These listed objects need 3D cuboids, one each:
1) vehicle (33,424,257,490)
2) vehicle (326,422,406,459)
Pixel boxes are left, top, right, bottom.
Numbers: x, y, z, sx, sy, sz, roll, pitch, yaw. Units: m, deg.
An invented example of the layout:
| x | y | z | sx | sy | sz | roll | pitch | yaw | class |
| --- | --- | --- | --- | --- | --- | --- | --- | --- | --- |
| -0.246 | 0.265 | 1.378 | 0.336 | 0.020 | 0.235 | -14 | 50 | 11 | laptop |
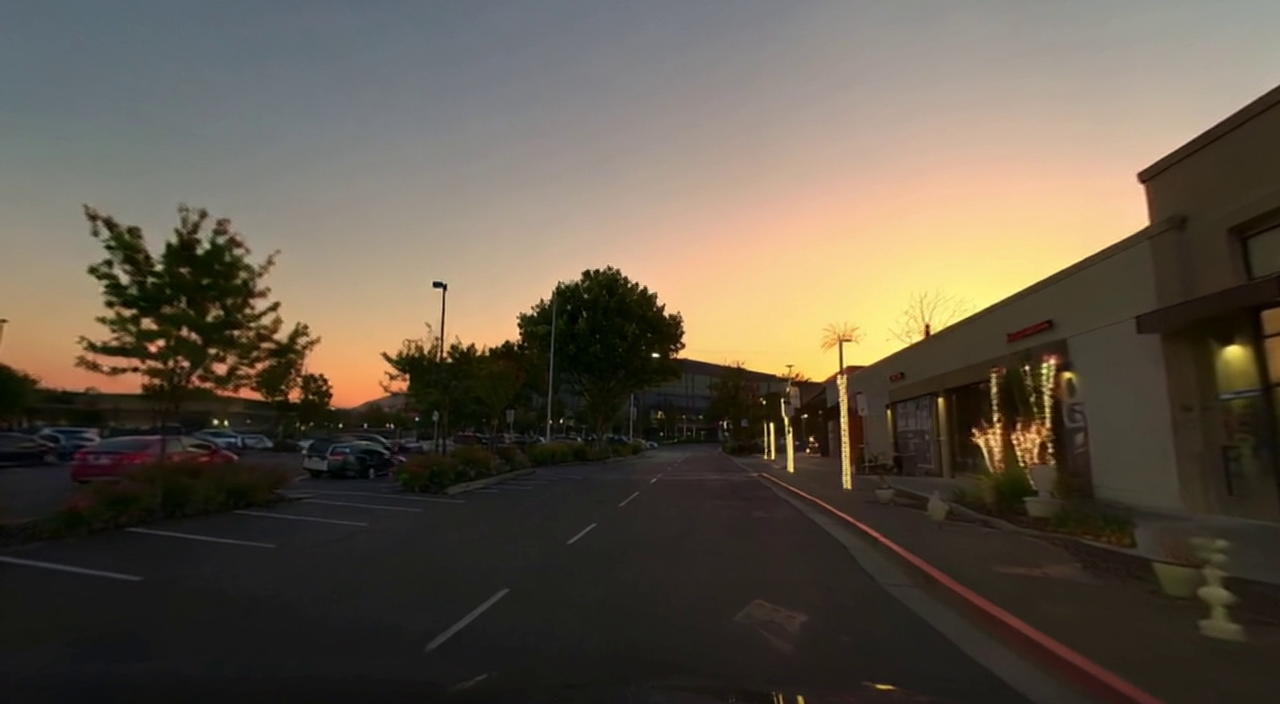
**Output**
| x | y | z | sx | sy | sz | roll | pitch | yaw | class |
| --- | --- | --- | --- | --- | --- | --- | --- | --- | --- |
| -12.408 | 2.638 | 16.331 | 1.847 | 1.443 | 4.484 | -1 | -8 | 6 | vehicle |
| -15.391 | 4.988 | 35.815 | 1.972 | 1.923 | 4.535 | -1 | -8 | 8 | vehicle |
